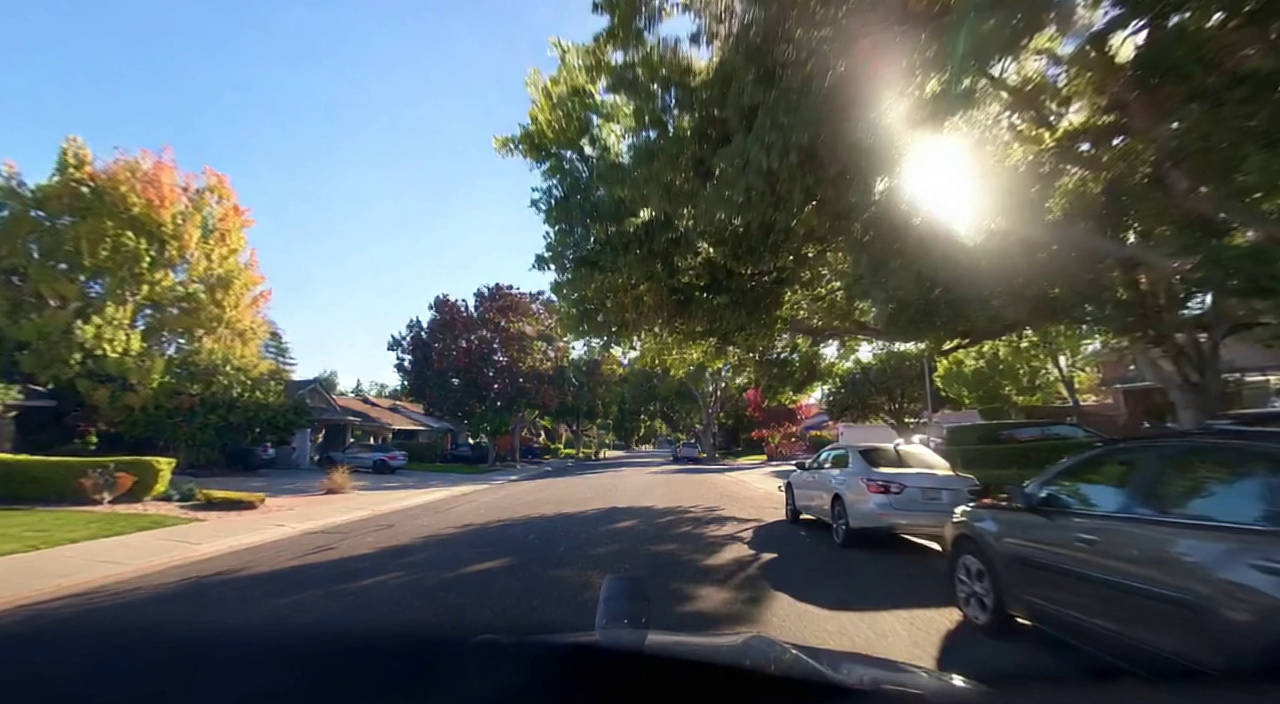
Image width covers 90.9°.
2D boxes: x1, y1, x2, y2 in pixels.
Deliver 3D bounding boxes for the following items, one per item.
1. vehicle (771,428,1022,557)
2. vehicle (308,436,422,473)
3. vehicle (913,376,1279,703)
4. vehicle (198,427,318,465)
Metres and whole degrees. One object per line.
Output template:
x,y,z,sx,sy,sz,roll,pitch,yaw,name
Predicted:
3.682,2.091,10.260,1.928,1.567,4.900,0,-8,-1,vehicle
-13.232,4.935,30.529,4.543,1.691,1.957,0,-8,0,vehicle
3.546,1.079,3.631,1.969,1.625,4.318,0,-8,0,vehicle
-18.464,4.551,30.585,4.530,1.678,1.994,-1,-8,1,vehicle
